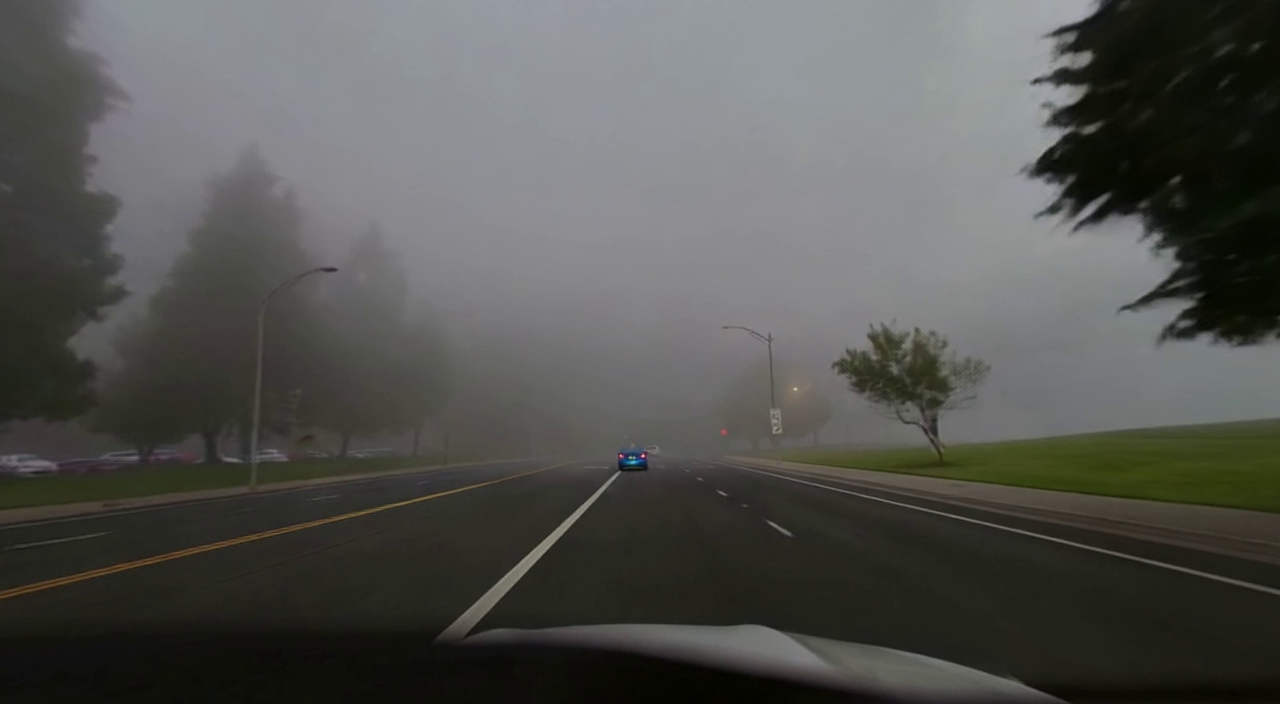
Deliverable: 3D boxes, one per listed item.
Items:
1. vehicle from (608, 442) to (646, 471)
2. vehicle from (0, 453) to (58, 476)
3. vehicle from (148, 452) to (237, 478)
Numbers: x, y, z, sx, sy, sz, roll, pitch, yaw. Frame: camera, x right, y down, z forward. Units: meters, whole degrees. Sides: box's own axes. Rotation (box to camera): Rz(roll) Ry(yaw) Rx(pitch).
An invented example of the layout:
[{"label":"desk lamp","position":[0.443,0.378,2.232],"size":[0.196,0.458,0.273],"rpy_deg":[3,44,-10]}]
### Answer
[{"label":"vehicle","position":[-0.703,5.785,35.264],"size":[1.978,1.499,3.915],"rpy_deg":[0,-8,-1]},{"label":"vehicle","position":[-42.804,7.689,43.008],"size":[4.272,1.451,1.902],"rpy_deg":[0,-8,-1]},{"label":"vehicle","position":[-30.238,7.620,42.744],"size":[4.577,1.467,1.955],"rpy_deg":[-3,-8,-1]}]
